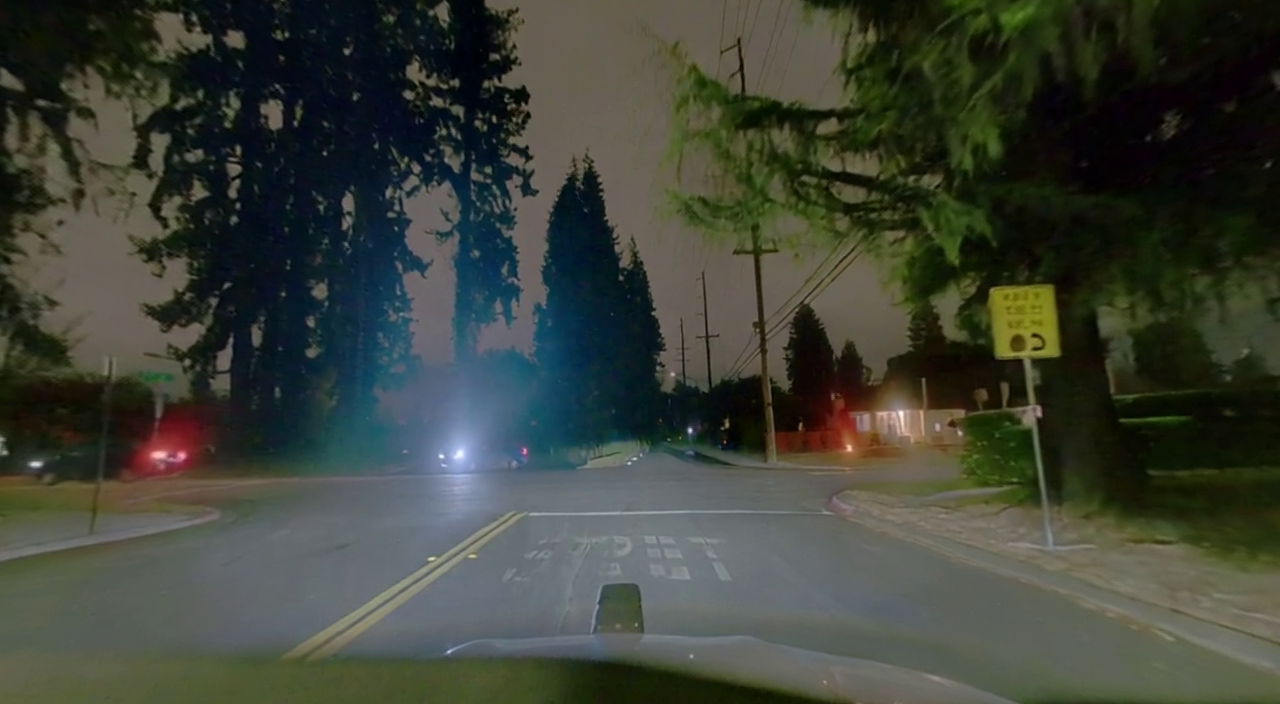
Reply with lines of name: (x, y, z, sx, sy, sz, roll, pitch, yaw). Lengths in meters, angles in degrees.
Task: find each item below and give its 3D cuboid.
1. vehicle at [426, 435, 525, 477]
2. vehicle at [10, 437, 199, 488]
vehicle: (-6.832, 4.357, 26.817, 1.988, 1.596, 4.396, -3, -8, 17)
vehicle: (-19.193, 3.943, 22.836, 4.968, 1.728, 1.987, 0, -8, 0)
